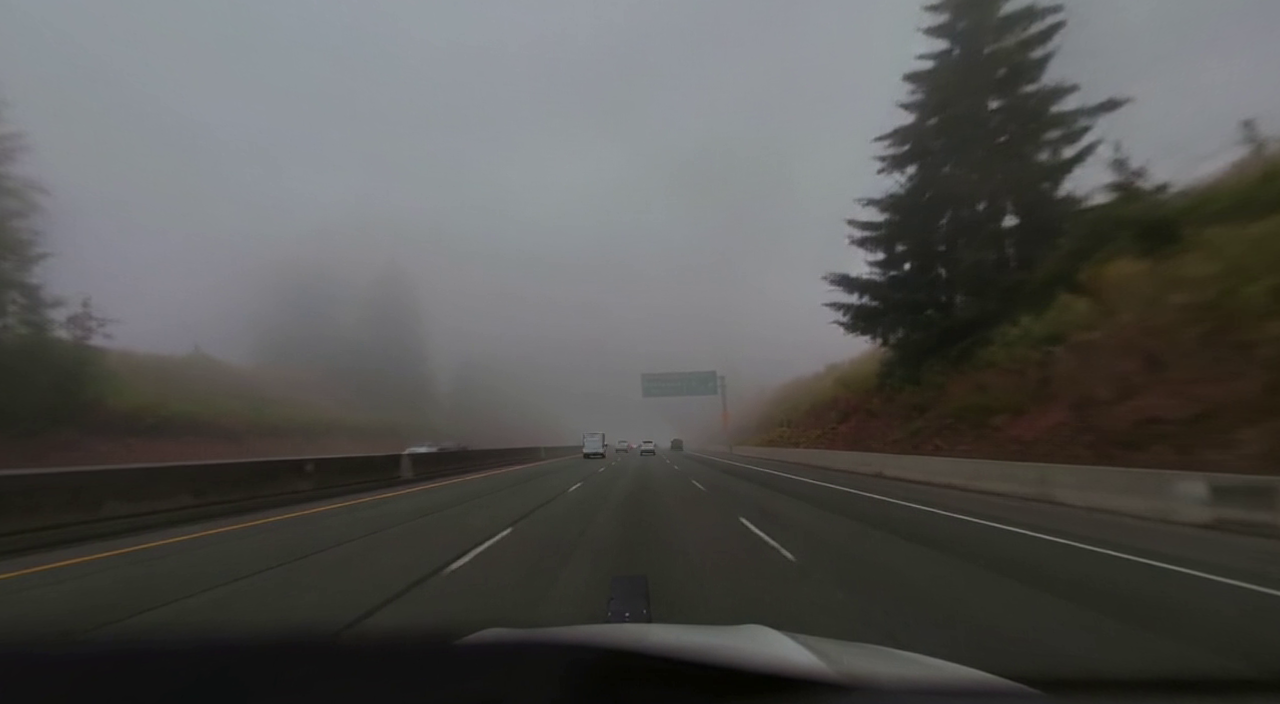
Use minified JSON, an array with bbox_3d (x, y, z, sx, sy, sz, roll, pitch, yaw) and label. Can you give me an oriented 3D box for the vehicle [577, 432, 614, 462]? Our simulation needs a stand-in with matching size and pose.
[{"bbox_3d":[-3.148,6.852,45.541,2.286,2.011,4.452,0,-8,1],"label":"vehicle"}]
